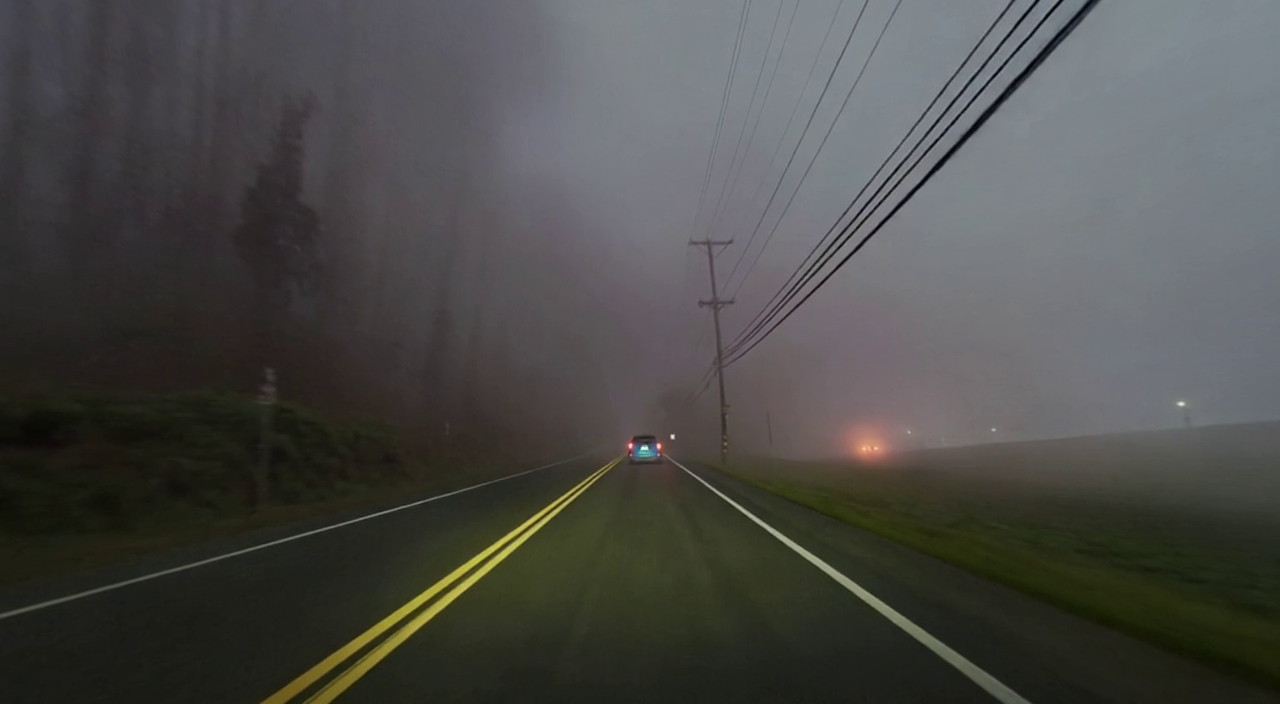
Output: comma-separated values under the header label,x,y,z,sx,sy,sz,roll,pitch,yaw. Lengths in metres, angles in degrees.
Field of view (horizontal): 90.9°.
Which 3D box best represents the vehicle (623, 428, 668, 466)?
label,x,y,z,sx,sy,sz,roll,pitch,yaw
vehicle,0.299,5.582,37.038,2.468,2.056,4.422,0,-8,0
